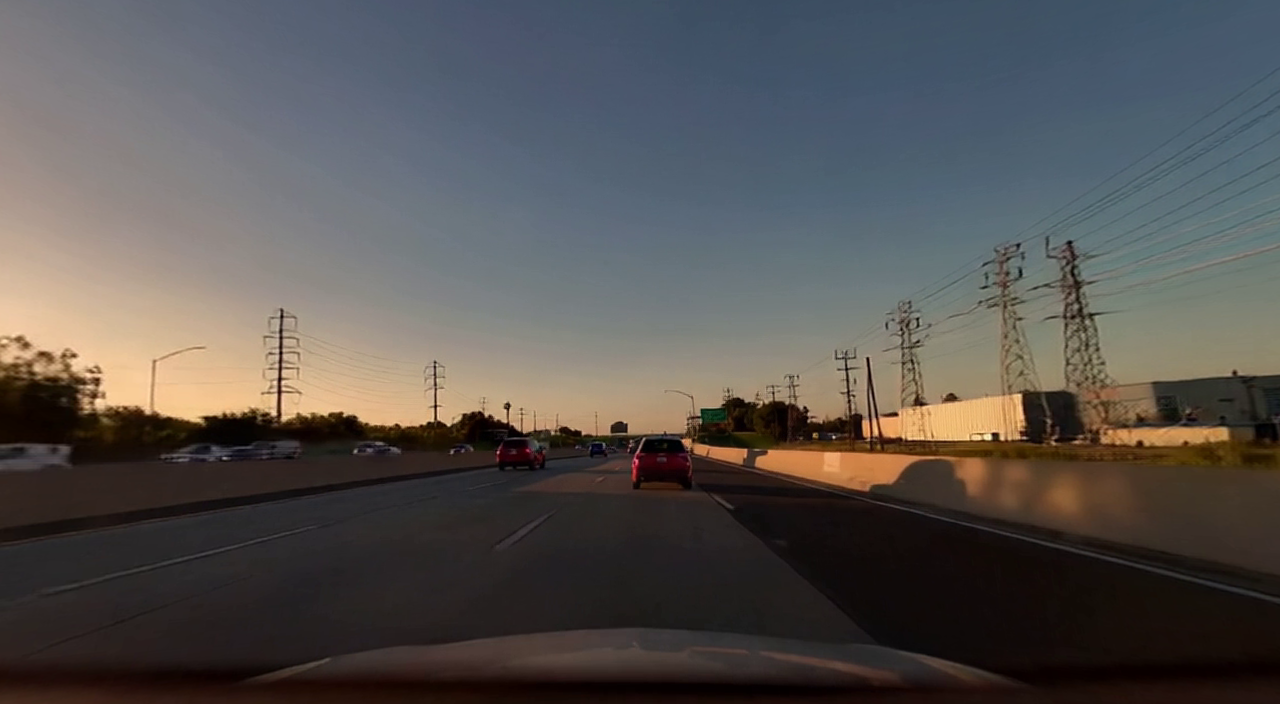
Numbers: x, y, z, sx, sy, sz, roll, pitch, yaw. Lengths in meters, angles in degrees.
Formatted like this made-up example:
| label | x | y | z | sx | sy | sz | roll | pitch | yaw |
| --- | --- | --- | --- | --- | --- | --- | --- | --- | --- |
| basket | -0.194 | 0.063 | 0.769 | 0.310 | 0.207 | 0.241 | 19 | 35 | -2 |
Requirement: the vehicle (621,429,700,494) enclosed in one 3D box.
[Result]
| label | x | y | z | sx | sy | sz | roll | pitch | yaw |
| --- | --- | --- | --- | --- | --- | --- | --- | --- | --- |
| vehicle | 0.546 | 3.258 | 19.142 | 2.134 | 1.733 | 4.049 | 0 | -8 | 0 |

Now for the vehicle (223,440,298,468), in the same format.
| label | x | y | z | sx | sy | sz | roll | pitch | yaw |
| --- | --- | --- | --- | --- | --- | --- | --- | --- | --- |
| vehicle | -28.183 | 7.572 | 47.115 | 2.154 | 1.901 | 5.667 | 0 | -8 | -1 |

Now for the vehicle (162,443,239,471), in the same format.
| label | x | y | z | sx | sy | sz | roll | pitch | yaw |
| --- | --- | --- | --- | --- | --- | --- | --- | --- | --- |
| vehicle | -24.811 | 5.921 | 35.742 | 1.679 | 1.481 | 3.608 | 0 | -8 | 1 |

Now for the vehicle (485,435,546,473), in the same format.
| label | x | y | z | sx | sy | sz | roll | pitch | yaw |
| --- | --- | --- | --- | --- | --- | --- | --- | --- | --- |
| vehicle | -6.516 | 5.423 | 33.692 | 2.220 | 1.841 | 4.516 | 0 | -8 | 2 |
